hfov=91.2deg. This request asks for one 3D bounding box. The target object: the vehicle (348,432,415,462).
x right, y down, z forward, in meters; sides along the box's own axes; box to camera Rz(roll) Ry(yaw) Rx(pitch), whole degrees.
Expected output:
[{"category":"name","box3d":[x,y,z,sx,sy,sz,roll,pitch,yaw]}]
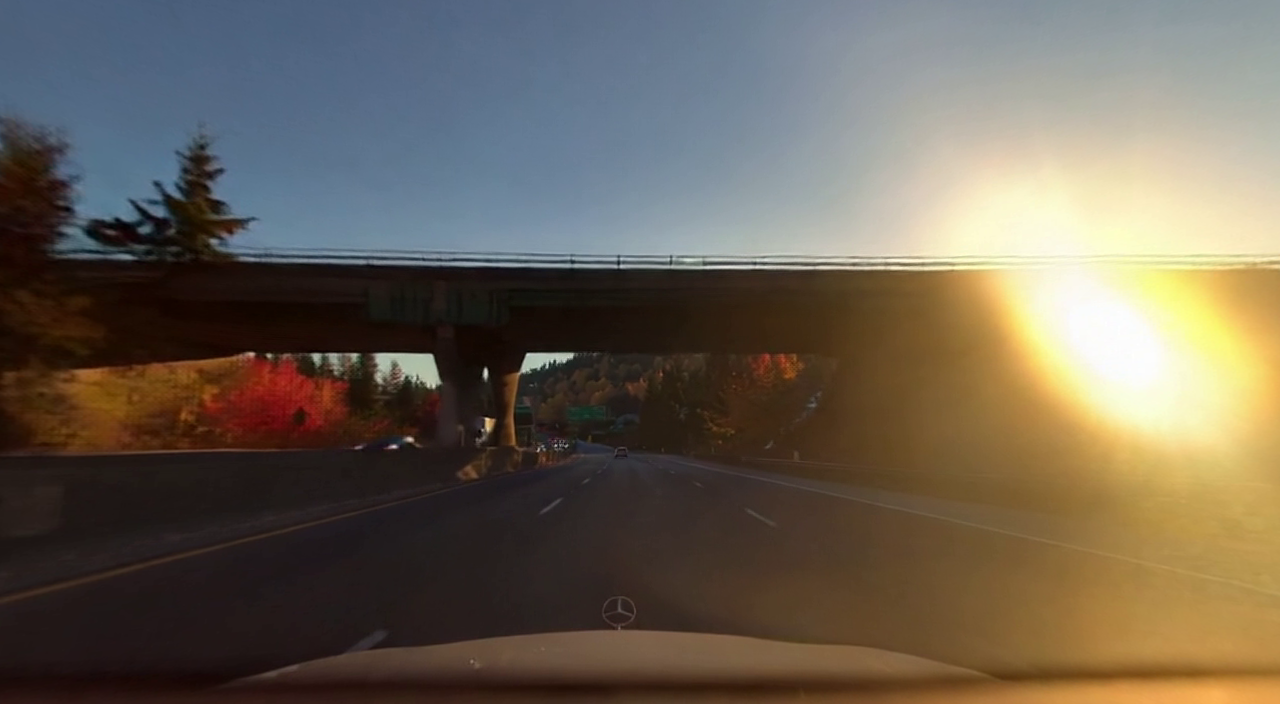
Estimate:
[{"category":"vehicle","box3d":[-13.793,5.100,33.640,1.863,1.504,4.065,0,-9,0]}]
